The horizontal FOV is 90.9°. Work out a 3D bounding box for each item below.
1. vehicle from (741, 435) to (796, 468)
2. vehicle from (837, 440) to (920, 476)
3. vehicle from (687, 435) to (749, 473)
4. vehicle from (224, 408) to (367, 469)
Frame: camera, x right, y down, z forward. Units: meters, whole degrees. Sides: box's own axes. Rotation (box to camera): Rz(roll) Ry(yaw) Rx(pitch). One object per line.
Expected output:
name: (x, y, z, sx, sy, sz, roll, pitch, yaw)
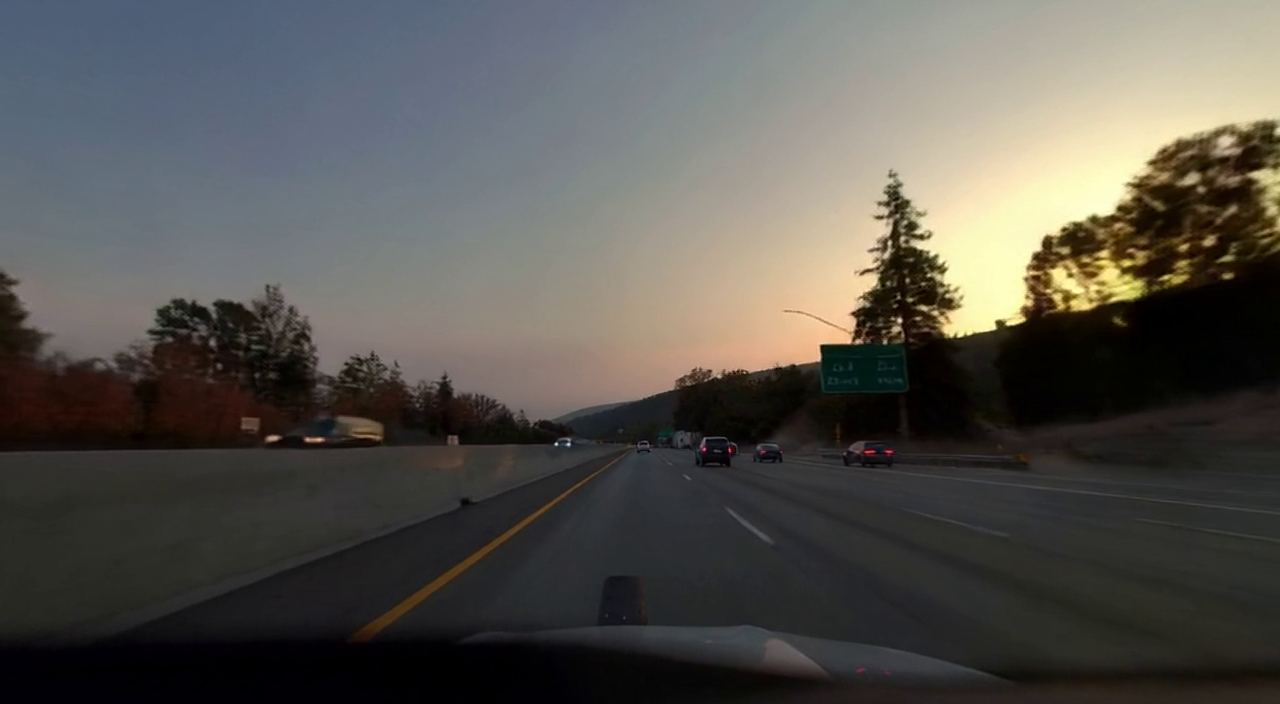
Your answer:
vehicle: (7.224, 5.670, 35.964, 2.178, 1.749, 4.570, 0, -8, 0)
vehicle: (10.554, 4.706, 28.281, 1.970, 1.479, 4.480, 0, -8, 0)
vehicle: (3.581, 4.786, 29.780, 2.326, 1.644, 4.206, 0, -9, -1)
vehicle: (-9.965, 2.569, 18.641, 1.919, 1.596, 3.866, 0, -9, 2)
